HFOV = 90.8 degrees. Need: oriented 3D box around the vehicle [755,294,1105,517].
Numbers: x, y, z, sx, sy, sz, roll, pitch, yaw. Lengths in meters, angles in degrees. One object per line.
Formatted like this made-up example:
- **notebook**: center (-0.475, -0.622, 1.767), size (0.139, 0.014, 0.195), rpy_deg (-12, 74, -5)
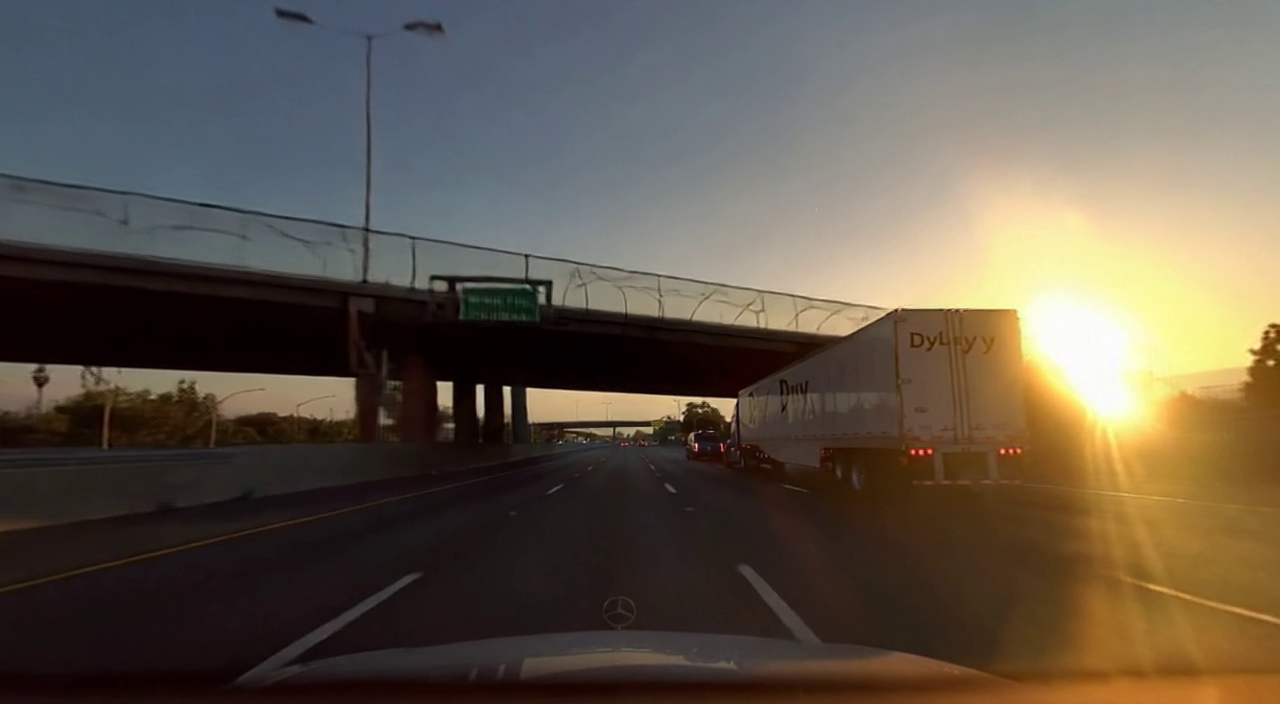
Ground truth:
- **vehicle**: center (6.546, 2.070, 19.280), size (2.962, 3.947, 16.241), rpy_deg (0, -8, 0)
